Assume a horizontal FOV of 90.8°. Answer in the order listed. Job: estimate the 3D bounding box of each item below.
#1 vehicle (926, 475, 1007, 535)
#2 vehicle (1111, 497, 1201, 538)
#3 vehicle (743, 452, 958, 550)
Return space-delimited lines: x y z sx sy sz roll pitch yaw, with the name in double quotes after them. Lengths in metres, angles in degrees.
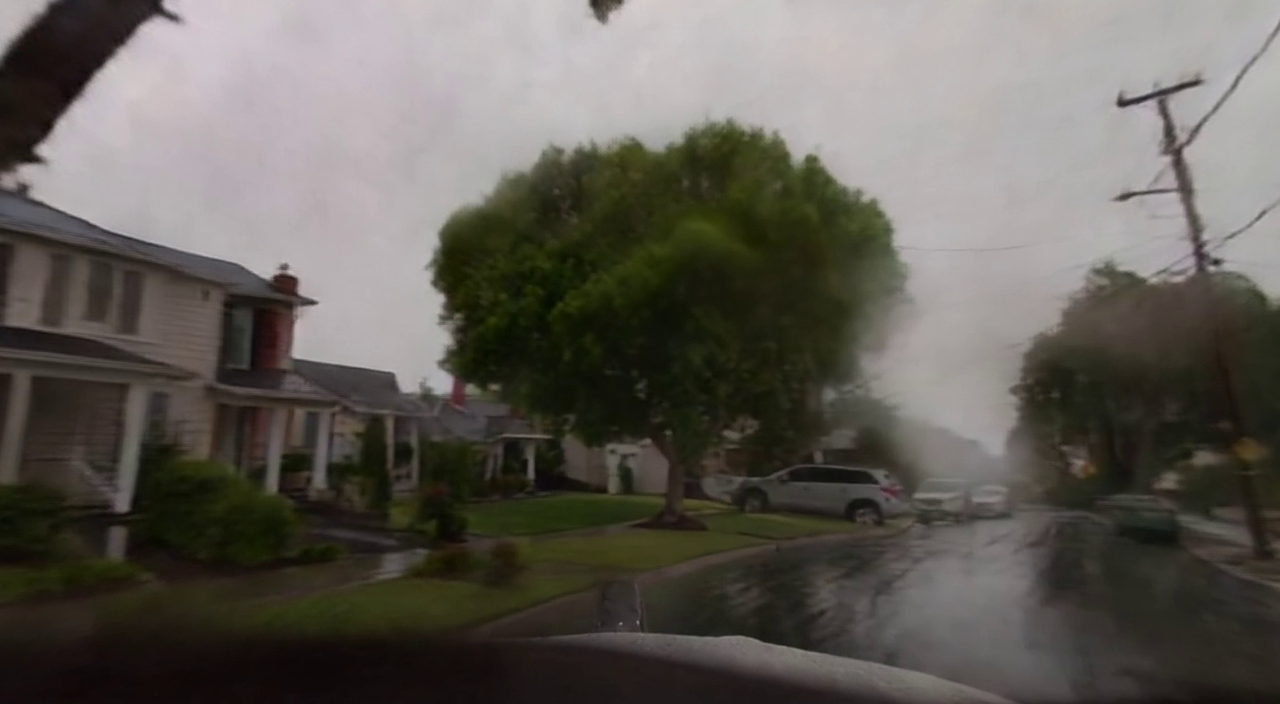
11.399 5.180 21.903 2.081 1.589 4.691 -4 -10 31 "vehicle"
24.649 7.851 30.133 3.005 1.535 4.025 -5 -14 42 "vehicle"
5.237 3.557 15.796 4.537 1.595 2.471 1 -8 34 "vehicle"
